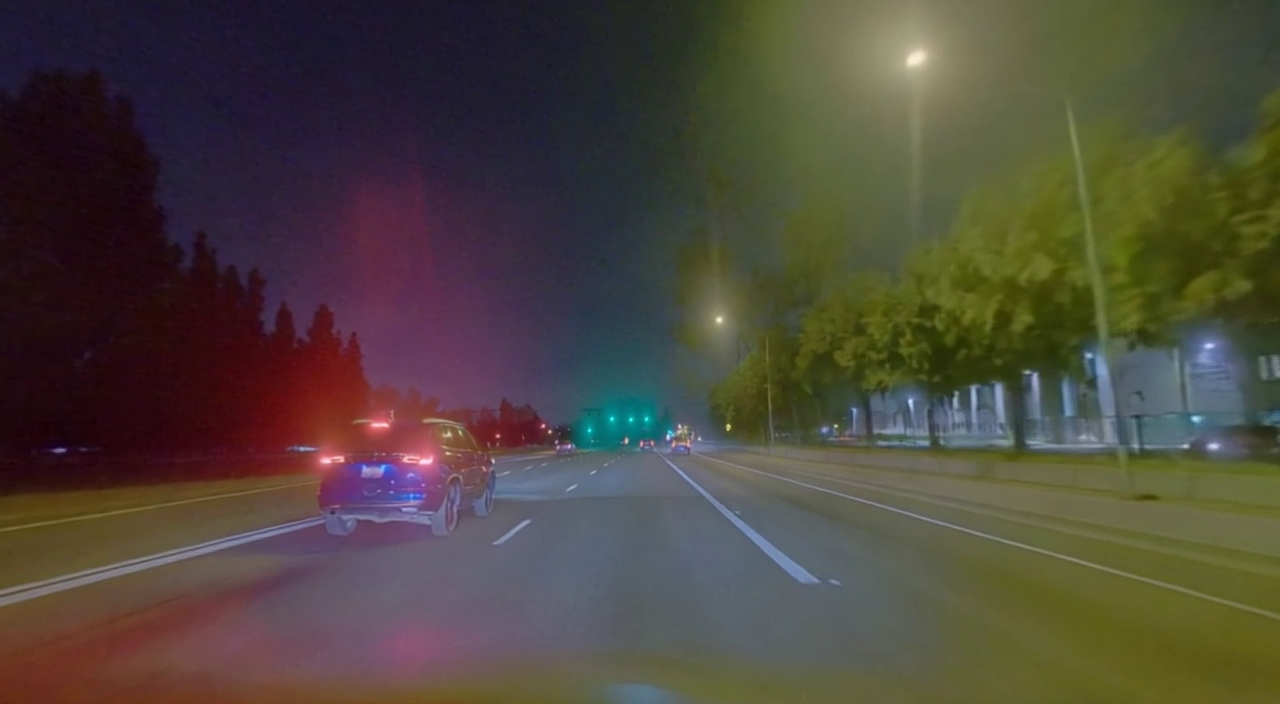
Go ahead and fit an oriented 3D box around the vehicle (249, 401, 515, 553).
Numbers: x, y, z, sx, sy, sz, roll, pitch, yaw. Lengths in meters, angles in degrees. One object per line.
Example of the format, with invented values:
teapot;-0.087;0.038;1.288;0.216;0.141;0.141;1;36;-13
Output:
vehicle;-3.386;1.754;9.465;2.033;1.713;4.503;0;-8;1

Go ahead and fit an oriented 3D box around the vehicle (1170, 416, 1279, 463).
vehicle;23.259;3.349;24.269;4.000;1.458;1.640;-5;-7;0
